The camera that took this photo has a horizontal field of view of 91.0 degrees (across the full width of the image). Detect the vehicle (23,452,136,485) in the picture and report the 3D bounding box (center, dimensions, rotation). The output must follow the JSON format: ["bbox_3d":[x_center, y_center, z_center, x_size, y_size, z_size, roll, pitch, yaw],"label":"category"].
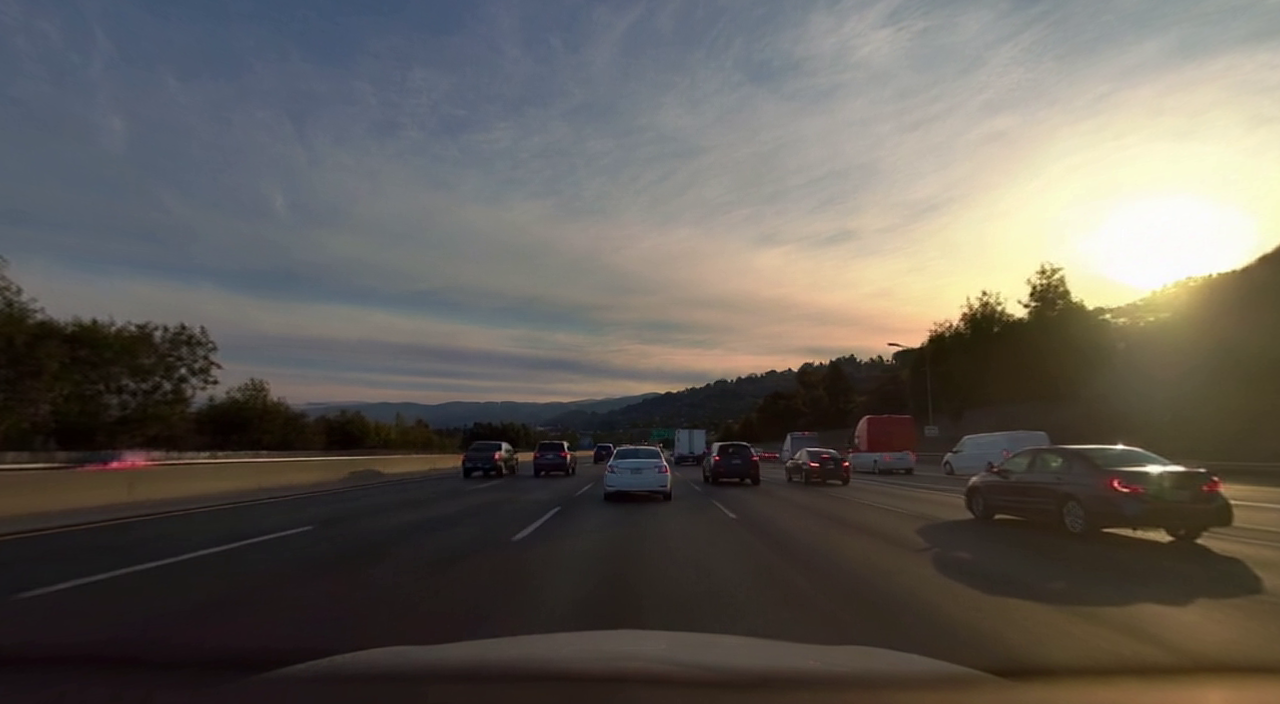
[{"bbox_3d":[-28.031,5.813,31.705,1.813,1.505,4.120,0,-9,1],"label":"vehicle"}]

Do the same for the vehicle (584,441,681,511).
[{"bbox_3d":[-0.133,3.045,15.939,2.132,1.499,4.038,0,-9,1],"label":"vehicle"}]

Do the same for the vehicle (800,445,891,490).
[{"bbox_3d":[7.432,4.209,23.237,1.942,1.482,4.250,0,-9,0],"label":"vehicle"}]

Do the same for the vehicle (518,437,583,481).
[{"bbox_3d":[-3.829,4.668,27.757,2.079,1.741,4.436,0,-9,2],"label":"vehicle"}]

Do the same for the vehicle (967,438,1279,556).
[{"bbox_3d":[7.636,2.230,10.454,2.021,1.505,4.480,0,-9,0],"label":"vehicle"}]

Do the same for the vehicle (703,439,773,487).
[{"bbox_3d":[3.665,4.234,24.360,2.053,1.666,4.106,0,-9,0],"label":"vehicle"}]

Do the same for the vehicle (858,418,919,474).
[{"bbox_3d":[17.364,6.601,44.191,2.777,3.740,3.338,1,-9,-1],"label":"vehicle"}]

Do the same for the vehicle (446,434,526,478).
[{"bbox_3d":[-7.734,5.328,32.454,2.487,1.986,6.157,0,-9,1],"label":"vehicle"}]
